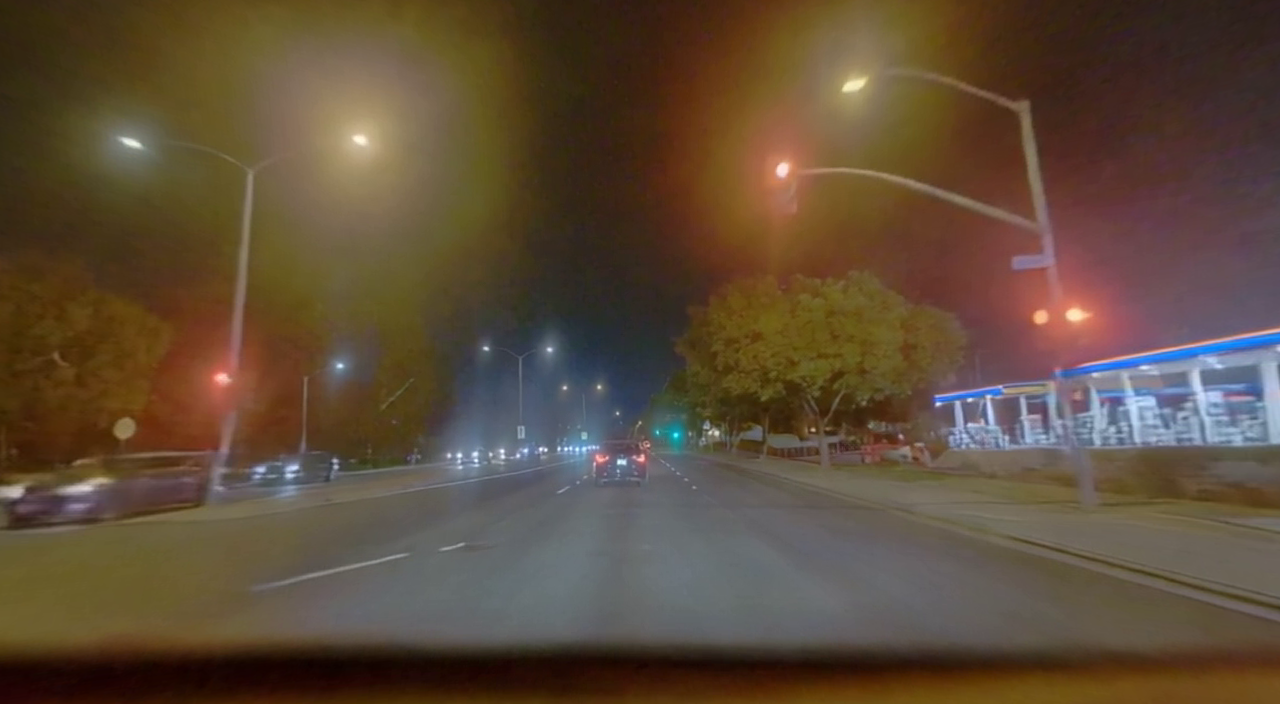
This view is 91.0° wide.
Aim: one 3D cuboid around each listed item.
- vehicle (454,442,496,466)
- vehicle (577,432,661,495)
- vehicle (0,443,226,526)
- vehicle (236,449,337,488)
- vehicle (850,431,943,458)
[{"bbox_3d":[-12.521,7.740,47.957,1.943,1.668,4.331,0,-8,1],"label":"vehicle"},{"bbox_3d":[-0.512,3.029,17.519,2.062,1.519,4.214,0,-8,0],"label":"vehicle"},{"bbox_3d":[-12.340,3.005,14.963,1.994,1.647,4.331,0,-8,0],"label":"vehicle"},{"bbox_3d":[-15.724,5.163,28.337,1.885,1.561,4.473,0,-8,1],"label":"vehicle"},{"bbox_3d":[15.751,5.695,38.836,4.812,1.549,2.015,-1,-9,-1],"label":"vehicle"}]
